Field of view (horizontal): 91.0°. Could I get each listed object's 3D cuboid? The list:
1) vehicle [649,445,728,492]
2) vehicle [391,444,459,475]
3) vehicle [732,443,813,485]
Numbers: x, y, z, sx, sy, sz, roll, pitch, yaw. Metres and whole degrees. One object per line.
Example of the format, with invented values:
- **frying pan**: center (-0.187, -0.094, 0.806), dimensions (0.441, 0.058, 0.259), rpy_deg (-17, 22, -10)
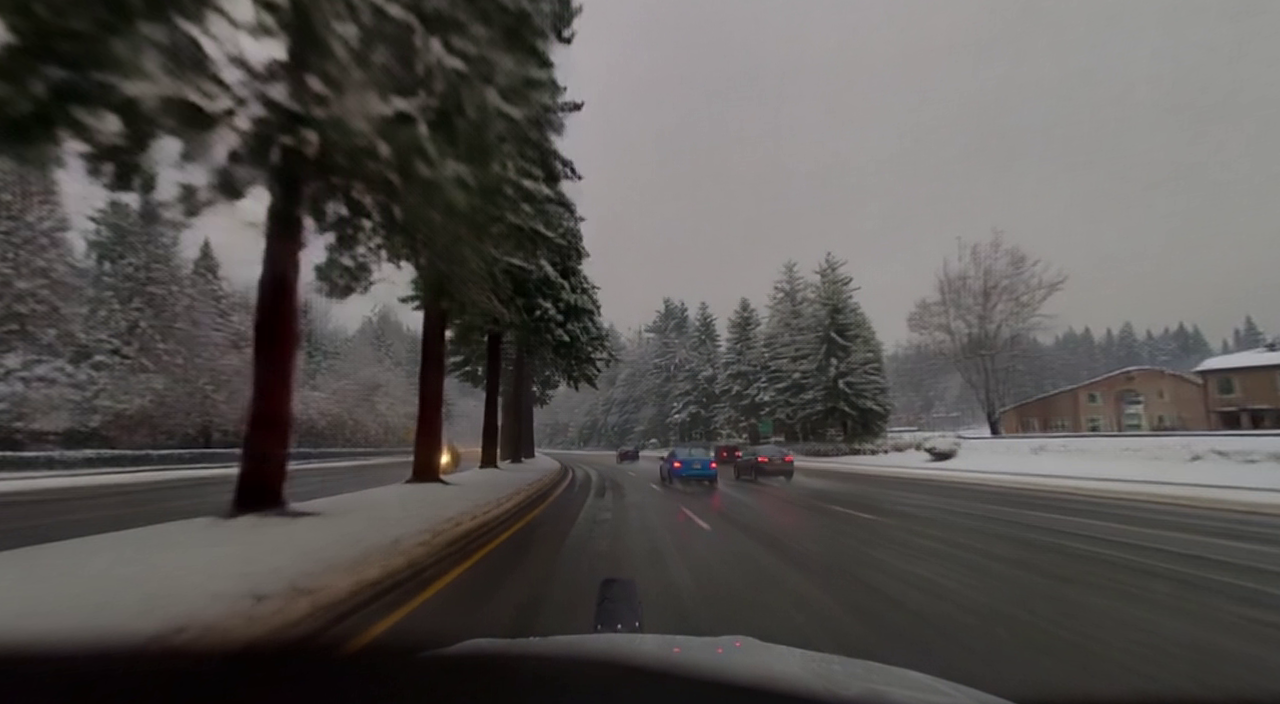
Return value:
- **vehicle**: center (1.583, 3.988, 21.983), dimensions (2.077, 1.464, 4.134), rpy_deg (1, -9, -5)
- **vehicle**: center (-11.041, 5.544, 32.754), dimensions (2.149, 1.477, 4.783), rpy_deg (1, -9, -4)
- **vehicle**: center (5.089, 4.359, 24.786), dimensions (1.901, 1.474, 4.363), rpy_deg (1, -9, -5)
